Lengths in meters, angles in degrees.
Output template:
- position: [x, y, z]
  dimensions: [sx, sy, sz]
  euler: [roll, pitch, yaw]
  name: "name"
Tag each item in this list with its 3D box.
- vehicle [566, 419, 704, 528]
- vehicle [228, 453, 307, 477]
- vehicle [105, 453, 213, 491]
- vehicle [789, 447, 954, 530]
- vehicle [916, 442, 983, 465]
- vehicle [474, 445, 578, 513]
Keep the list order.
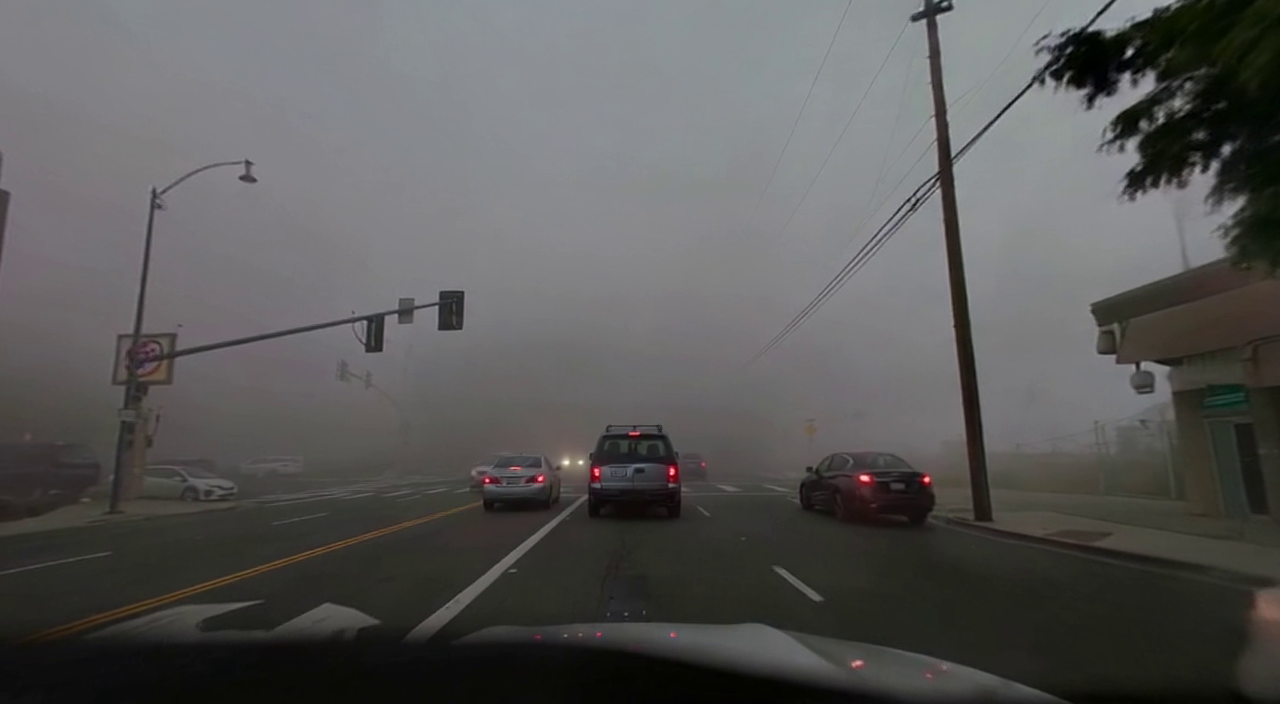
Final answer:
- position: [-0.108, 2.735, 14.845]
  dimensions: [2.638, 2.065, 5.313]
  euler: [0, -8, 0]
  name: "vehicle"
- position: [-27.301, 8.280, 46.299]
  dimensions: [4.458, 1.608, 2.051]
  euler: [-1, -8, 2]
  name: "vehicle"
- position: [-26.283, 6.524, 34.739]
  dimensions: [2.123, 1.820, 5.136]
  euler: [0, -8, -4]
  name: "vehicle"
- position: [5.048, 3.008, 14.653]
  dimensions: [1.994, 1.545, 4.919]
  euler: [0, -8, 1]
  name: "vehicle"
- position: [21.517, 7.045, 43.973]
  dimensions: [1.889, 1.496, 4.092]
  euler: [2, -9, -15]
  name: "vehicle"
- position: [-2.940, 3.361, 17.293]
  dimensions: [1.975, 1.570, 4.456]
  euler: [0, -8, 1]
  name: "vehicle"
